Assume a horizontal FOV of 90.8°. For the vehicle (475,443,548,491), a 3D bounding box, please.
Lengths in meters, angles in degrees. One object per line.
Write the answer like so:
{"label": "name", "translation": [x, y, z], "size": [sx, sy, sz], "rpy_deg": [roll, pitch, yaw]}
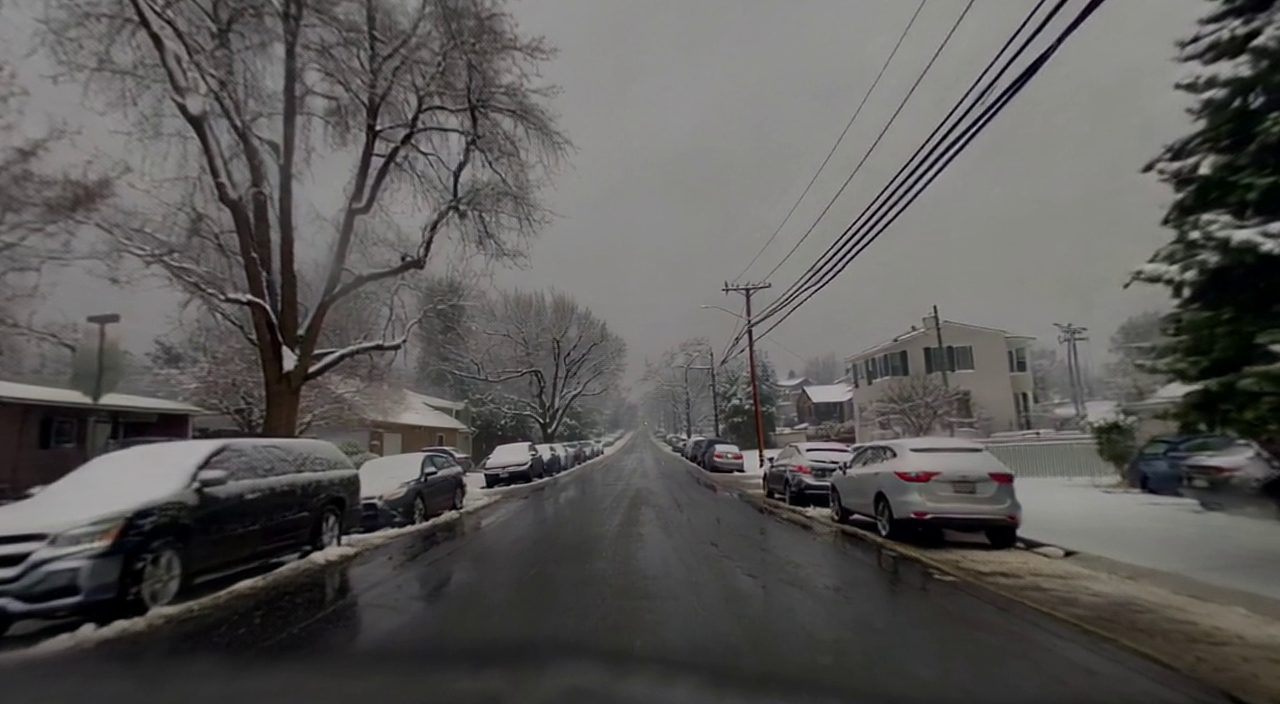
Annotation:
{"label": "vehicle", "translation": [-5.041, 4.550, 25.404], "size": [2.032, 1.716, 4.382], "rpy_deg": [0, -8, 0]}

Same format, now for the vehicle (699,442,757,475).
{"label": "vehicle", "translation": [4.339, 5.325, 31.948], "size": [2.174, 1.504, 4.809], "rpy_deg": [0, -8, 0]}

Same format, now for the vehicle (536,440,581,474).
{"label": "vehicle", "translation": [-5.218, 6.806, 41.328], "size": [2.184, 1.958, 5.757], "rpy_deg": [-2, -8, 0]}

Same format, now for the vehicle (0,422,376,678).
{"label": "vehicle", "translation": [-5.137, 1.752, 6.955], "size": [2.360, 1.772, 4.907], "rpy_deg": [0, -8, 0]}

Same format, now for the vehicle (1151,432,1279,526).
{"label": "vehicle", "translation": [12.819, 2.376, 12.153], "size": [4.285, 1.641, 1.832], "rpy_deg": [0, -8, 1]}

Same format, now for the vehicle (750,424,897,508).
{"label": "vehicle", "translation": [4.144, 2.906, 15.255], "size": [2.057, 1.511, 4.858], "rpy_deg": [-5, -14, 0]}

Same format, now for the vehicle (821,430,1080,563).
{"label": "vehicle", "translation": [4.398, 2.076, 9.867], "size": [1.864, 1.592, 4.221], "rpy_deg": [0, -8, 0]}
